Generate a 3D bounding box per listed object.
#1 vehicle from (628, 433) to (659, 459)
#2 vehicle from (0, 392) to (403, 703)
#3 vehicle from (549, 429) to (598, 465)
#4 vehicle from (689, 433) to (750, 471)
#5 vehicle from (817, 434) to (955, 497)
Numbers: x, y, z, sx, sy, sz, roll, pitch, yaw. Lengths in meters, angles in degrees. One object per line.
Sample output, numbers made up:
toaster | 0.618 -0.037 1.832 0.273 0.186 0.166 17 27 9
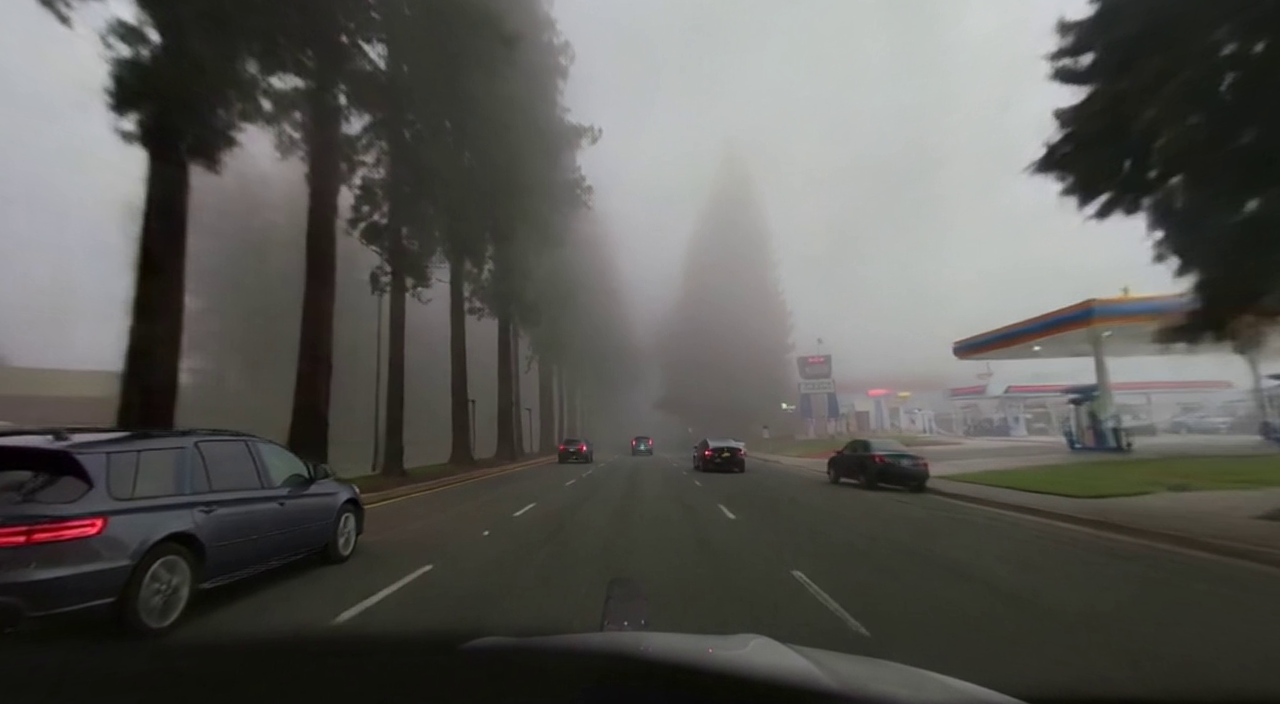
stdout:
vehicle | 0.203 5.960 40.125 1.922 1.579 3.642 0 -8 0
vehicle | -4.040 1.280 5.308 1.988 1.530 5.155 0 -8 1
vehicle | -3.429 5.038 33.509 2.051 1.747 4.370 0 -8 1
vehicle | 3.313 4.276 27.208 2.010 1.486 4.498 0 -8 -1
vehicle | 6.299 2.928 16.741 1.856 1.421 4.357 0 -8 -1
